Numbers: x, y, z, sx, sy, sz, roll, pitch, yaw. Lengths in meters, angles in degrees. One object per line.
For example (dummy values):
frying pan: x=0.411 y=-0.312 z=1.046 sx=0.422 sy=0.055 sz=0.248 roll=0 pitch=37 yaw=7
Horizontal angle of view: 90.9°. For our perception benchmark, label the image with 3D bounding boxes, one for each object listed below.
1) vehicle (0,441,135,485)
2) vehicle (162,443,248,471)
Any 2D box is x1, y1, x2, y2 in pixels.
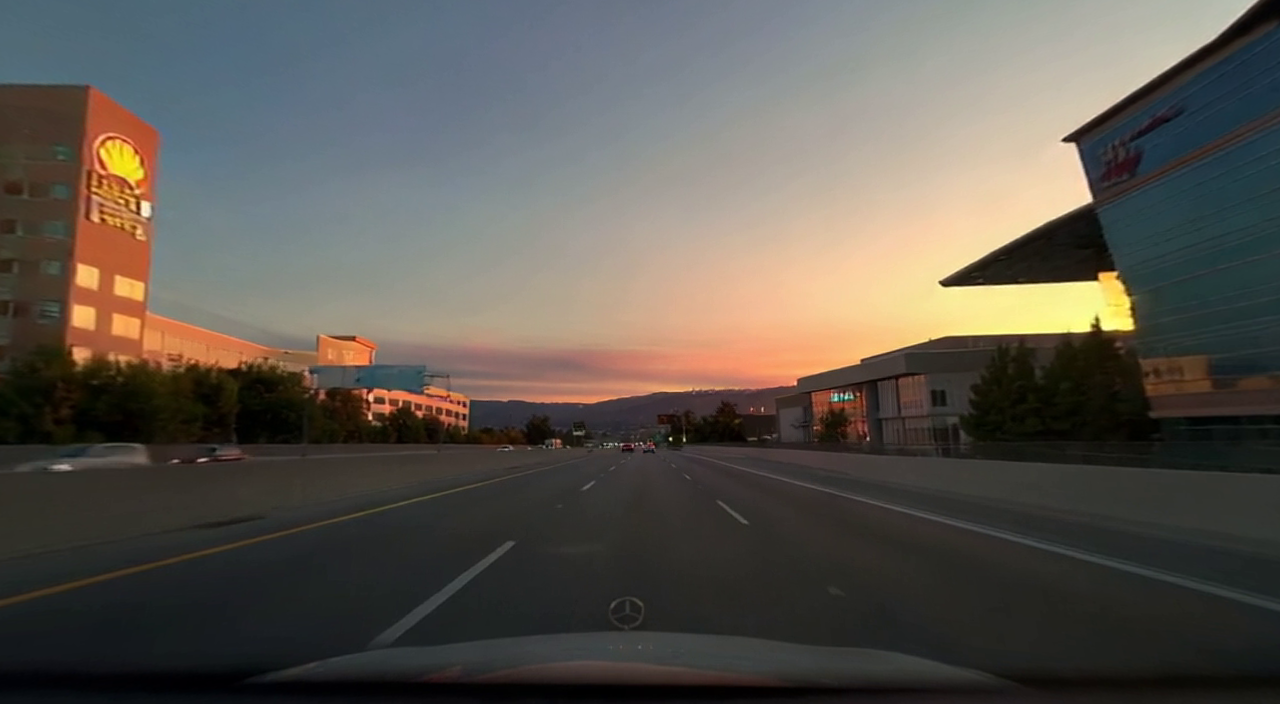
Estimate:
vehicle: x=-23.497 y=4.447 z=25.660 sx=1.930 sy=1.633 sz=4.669 roll=0 pitch=-8 yaw=1
vehicle: x=-27.367 y=6.601 z=39.906 sx=2.027 sy=1.672 sz=4.667 roll=0 pitch=-8 yaw=1
